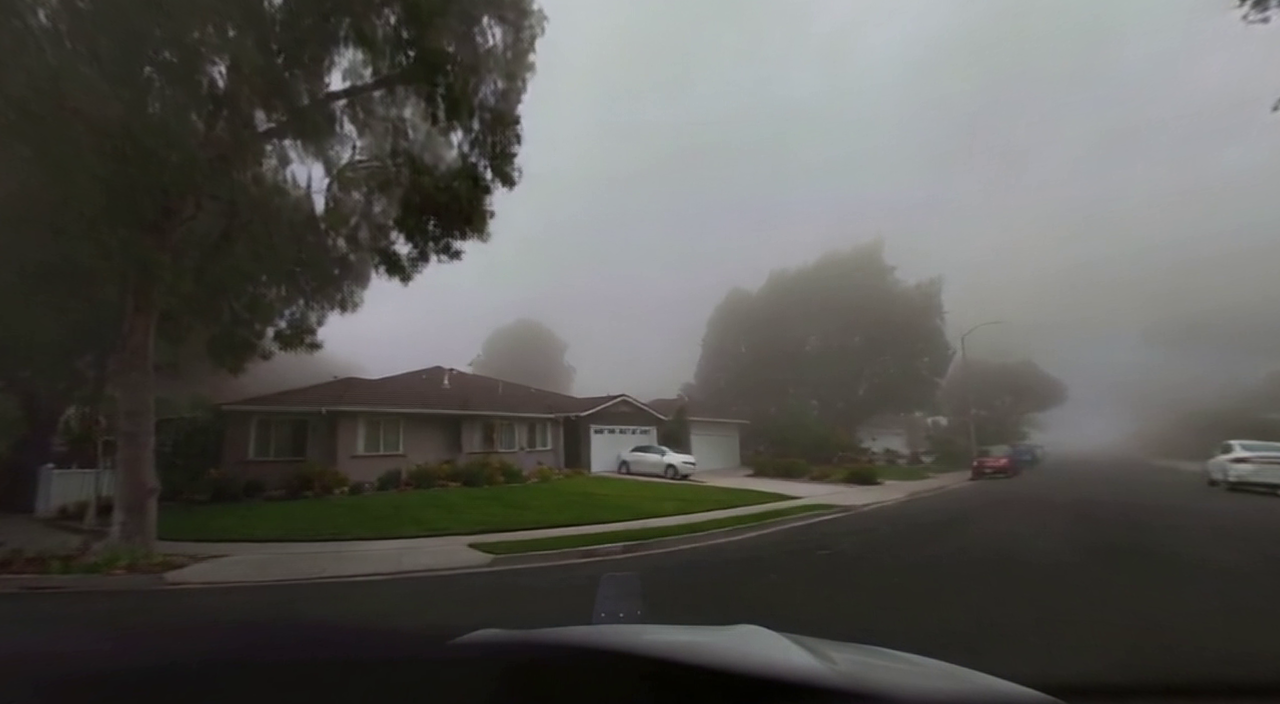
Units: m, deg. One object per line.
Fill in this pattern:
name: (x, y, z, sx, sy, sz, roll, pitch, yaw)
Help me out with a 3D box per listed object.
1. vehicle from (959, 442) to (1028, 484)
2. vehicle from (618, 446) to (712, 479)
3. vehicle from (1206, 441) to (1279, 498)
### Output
vehicle: (18.177, 5.651, 32.362, 2.208, 1.834, 4.675, -12, -14, 35)
vehicle: (1.196, 5.452, 31.498, 4.404, 1.495, 1.844, -7, -11, 37)
vehicle: (19.132, 3.558, 19.444, 2.005, 1.553, 3.984, -3, -8, 35)
